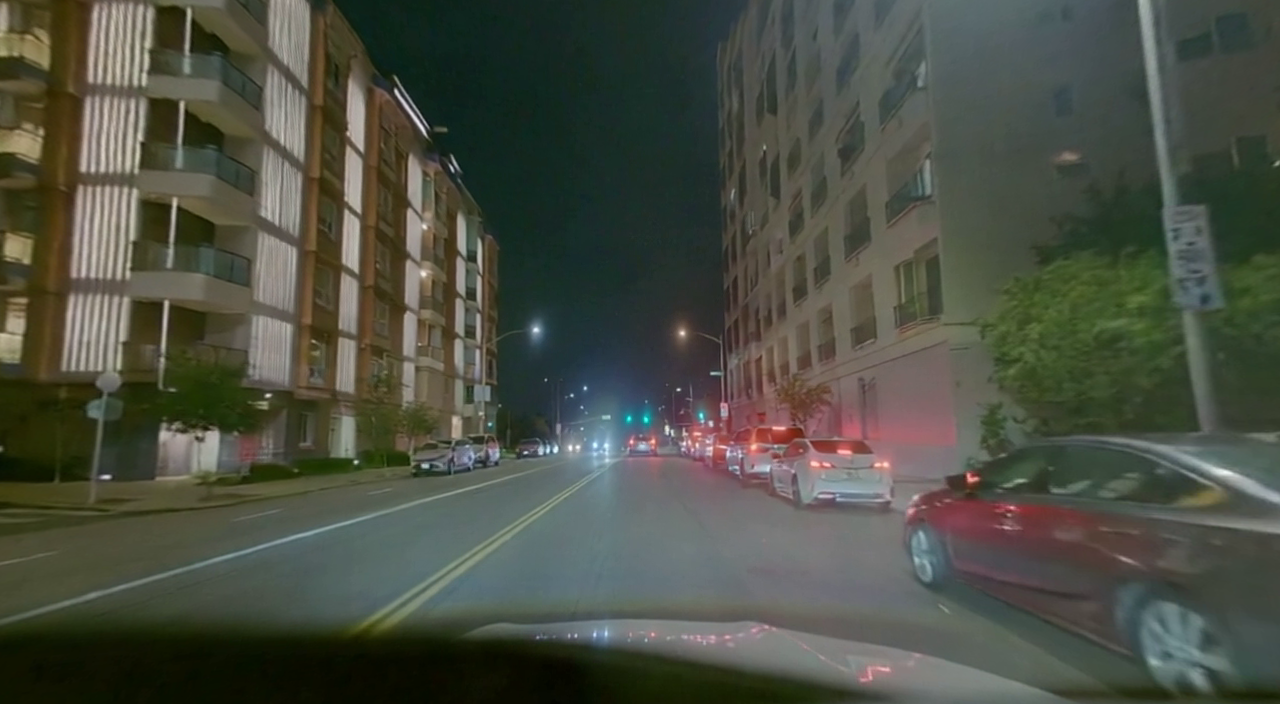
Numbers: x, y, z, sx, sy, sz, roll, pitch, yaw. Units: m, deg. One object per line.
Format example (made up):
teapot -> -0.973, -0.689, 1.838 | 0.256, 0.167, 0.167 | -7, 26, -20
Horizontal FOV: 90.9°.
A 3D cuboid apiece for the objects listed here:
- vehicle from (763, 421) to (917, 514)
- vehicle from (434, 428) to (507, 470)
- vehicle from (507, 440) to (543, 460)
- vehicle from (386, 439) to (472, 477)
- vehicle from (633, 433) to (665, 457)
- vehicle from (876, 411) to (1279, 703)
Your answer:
vehicle -> 3.825, 2.251, 12.646 | 1.946, 1.607, 3.082 | 0, -8, -2
vehicle -> -9.030, 5.223, 34.159 | 2.457, 2.048, 5.461 | 0, -8, 0
vehicle -> -8.967, 7.641, 49.427 | 2.021, 1.474, 4.337 | 0, -8, -1
vehicle -> -9.293, 4.673, 28.221 | 2.089, 1.549, 4.597 | -1, -8, 2
vehicle -> 0.664, 6.957, 47.164 | 2.261, 1.740, 4.065 | 0, -8, 0
vehicle -> 3.501, 1.176, 4.006 | 2.107, 1.439, 4.938 | 0, -8, 0
